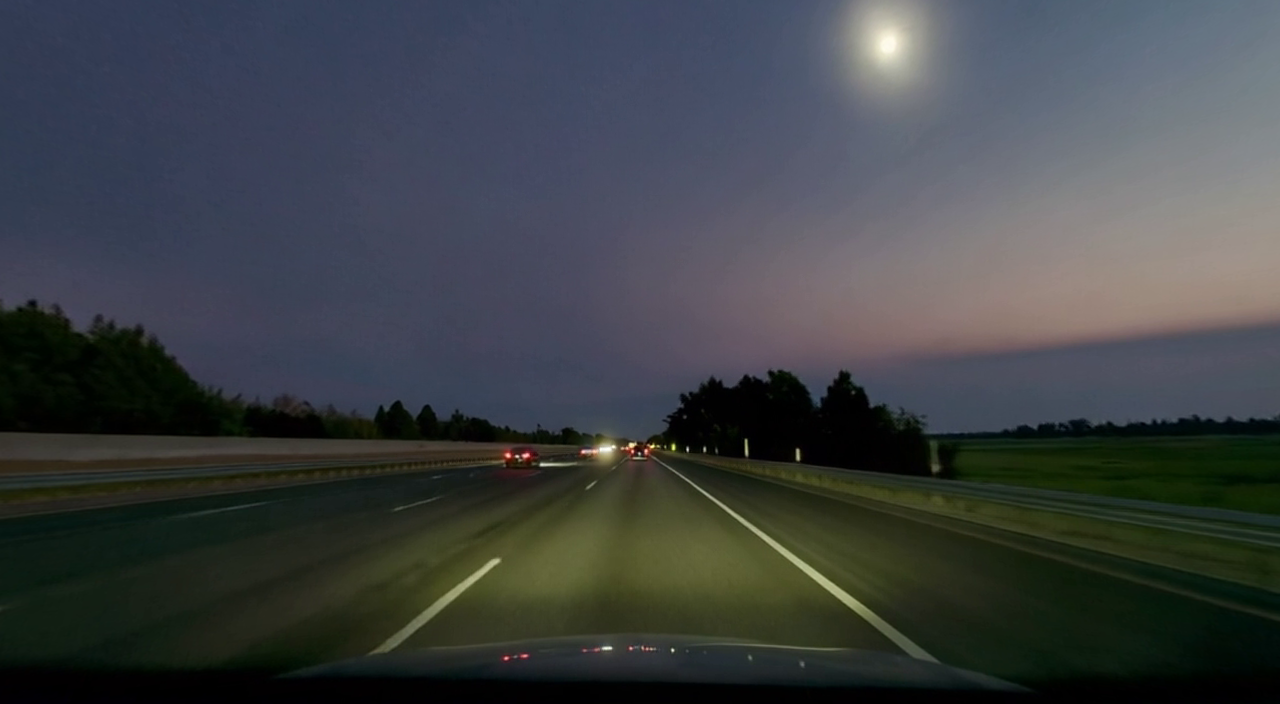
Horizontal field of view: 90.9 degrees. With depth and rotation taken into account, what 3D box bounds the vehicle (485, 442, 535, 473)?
[{"bbox_3d":[-7.334,5.965,35.888,1.972,1.603,3.891,0,-8,1],"label":"vehicle"}]
